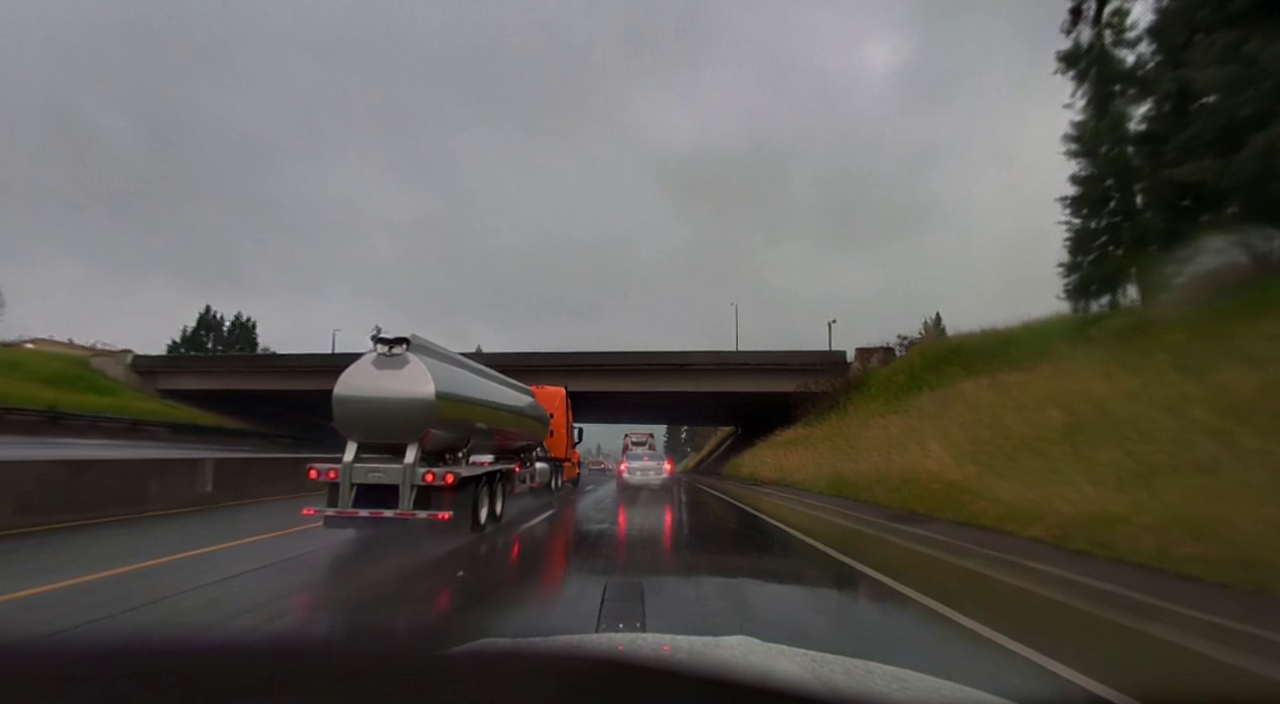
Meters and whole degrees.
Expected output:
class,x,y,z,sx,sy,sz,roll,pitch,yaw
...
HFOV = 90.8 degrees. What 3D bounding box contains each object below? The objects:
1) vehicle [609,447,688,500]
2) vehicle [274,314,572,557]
class,x,y,z,sx,sy,sz,roll,pitch,yaw
vehicle,0.217,3.762,20.034,2.215,1.481,4.246,0,-9,-1
vehicle,-3.949,2.283,16.647,2.896,3.563,14.643,0,-9,-1
